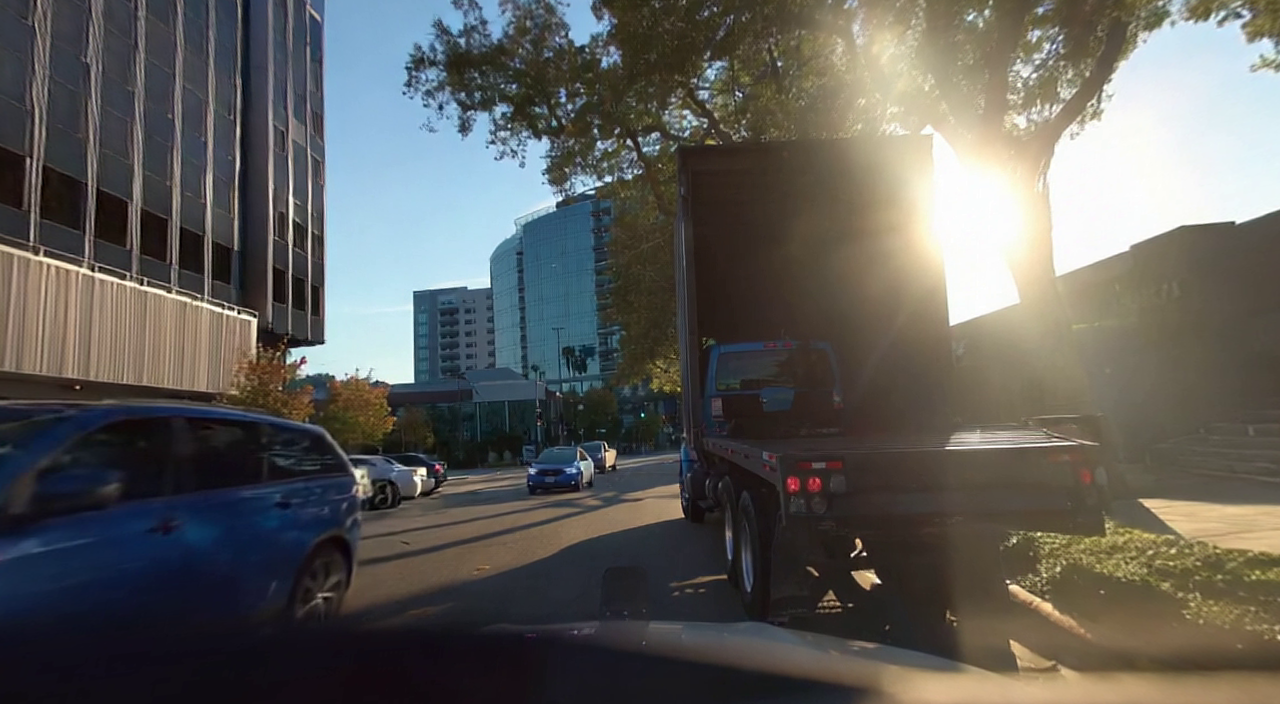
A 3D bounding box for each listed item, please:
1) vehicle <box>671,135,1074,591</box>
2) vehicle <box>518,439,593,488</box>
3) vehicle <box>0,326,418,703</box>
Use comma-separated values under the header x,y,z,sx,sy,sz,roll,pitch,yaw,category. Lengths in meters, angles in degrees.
x,y,z,sx,sy,sz,roll,pitch,yaw,category
2.536,0.843,11.376,3.320,4.034,11.553,-1,-8,6,vehicle
-2.898,3.933,22.569,2.183,1.563,4.257,0,-8,-2,vehicle
-3.347,1.020,3.648,2.223,1.804,4.746,0,-8,2,vehicle
